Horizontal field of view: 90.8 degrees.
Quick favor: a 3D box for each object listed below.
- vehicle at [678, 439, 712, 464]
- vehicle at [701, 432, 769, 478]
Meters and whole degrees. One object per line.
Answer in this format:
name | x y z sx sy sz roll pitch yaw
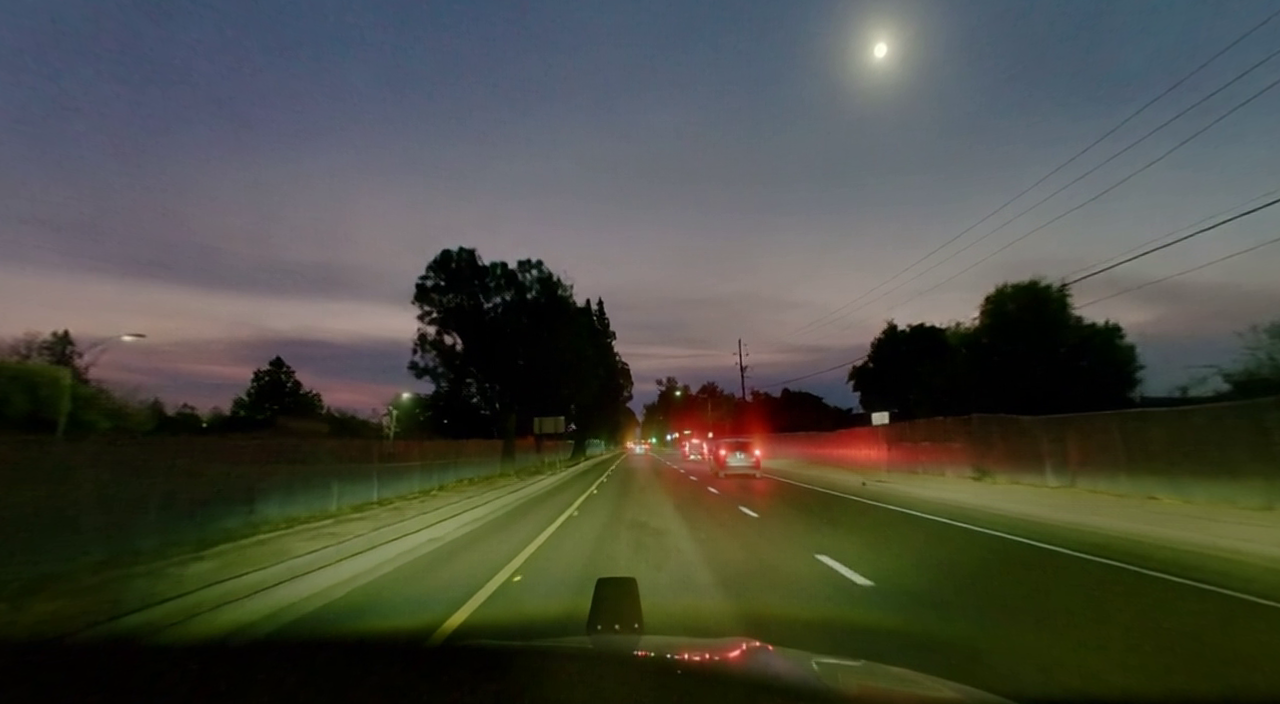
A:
vehicle | 3.801 6.955 44.313 2.012 1.653 4.115 0 -8 -1
vehicle | 4.019 4.449 27.579 2.112 1.825 4.574 0 -8 -2
